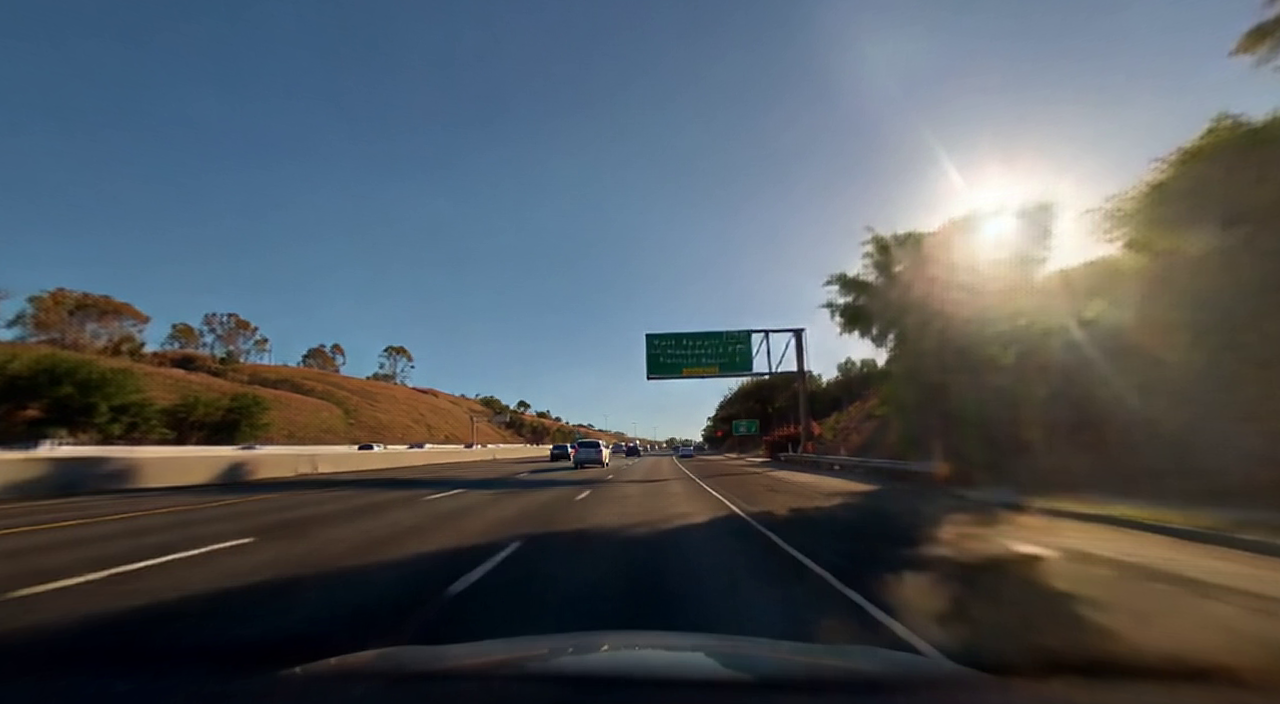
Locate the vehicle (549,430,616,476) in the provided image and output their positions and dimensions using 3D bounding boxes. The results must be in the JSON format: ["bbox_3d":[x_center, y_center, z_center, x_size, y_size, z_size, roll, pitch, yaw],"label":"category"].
[{"bbox_3d":[-2.520,4.639,28.965,2.413,1.896,5.218,0,-8,2],"label":"vehicle"}]
